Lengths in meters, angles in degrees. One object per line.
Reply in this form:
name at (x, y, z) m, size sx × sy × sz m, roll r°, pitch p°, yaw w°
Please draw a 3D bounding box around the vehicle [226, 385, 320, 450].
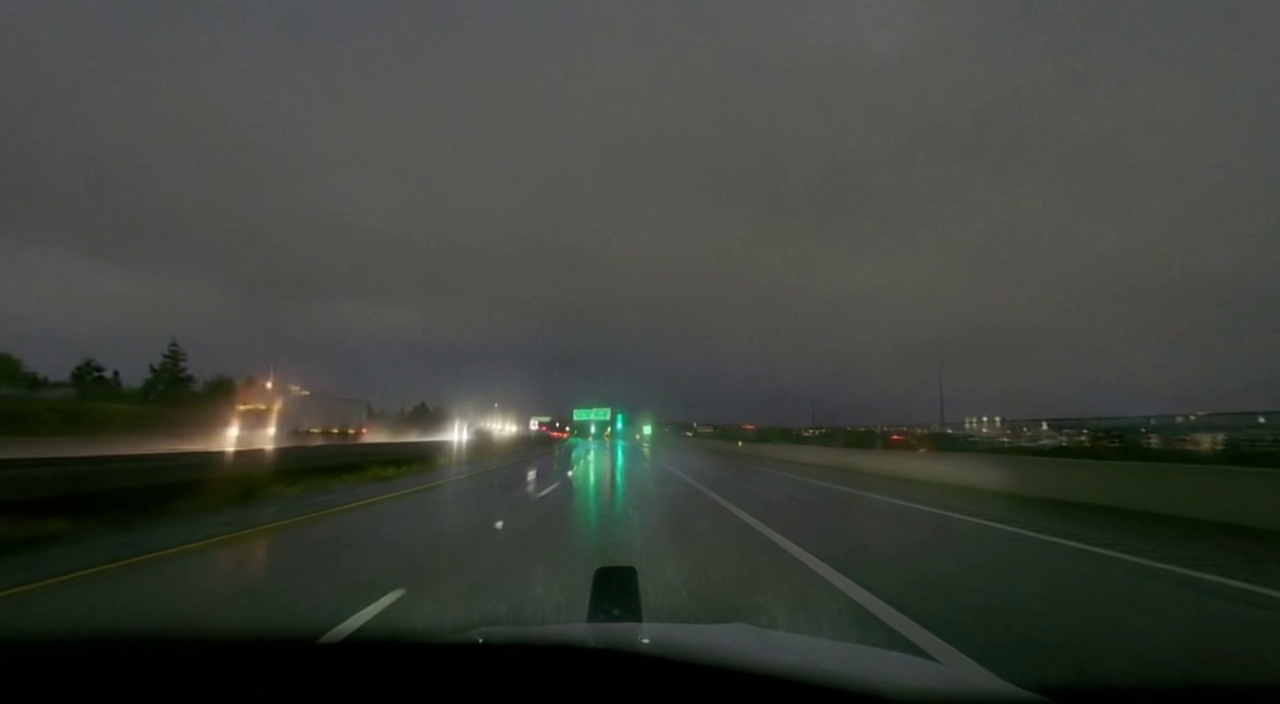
vehicle at (-26.484, 4.858, 45.915) m, size 3.052 × 4.347 × 6.501 m, roll 0°, pitch -8°, yaw -4°
